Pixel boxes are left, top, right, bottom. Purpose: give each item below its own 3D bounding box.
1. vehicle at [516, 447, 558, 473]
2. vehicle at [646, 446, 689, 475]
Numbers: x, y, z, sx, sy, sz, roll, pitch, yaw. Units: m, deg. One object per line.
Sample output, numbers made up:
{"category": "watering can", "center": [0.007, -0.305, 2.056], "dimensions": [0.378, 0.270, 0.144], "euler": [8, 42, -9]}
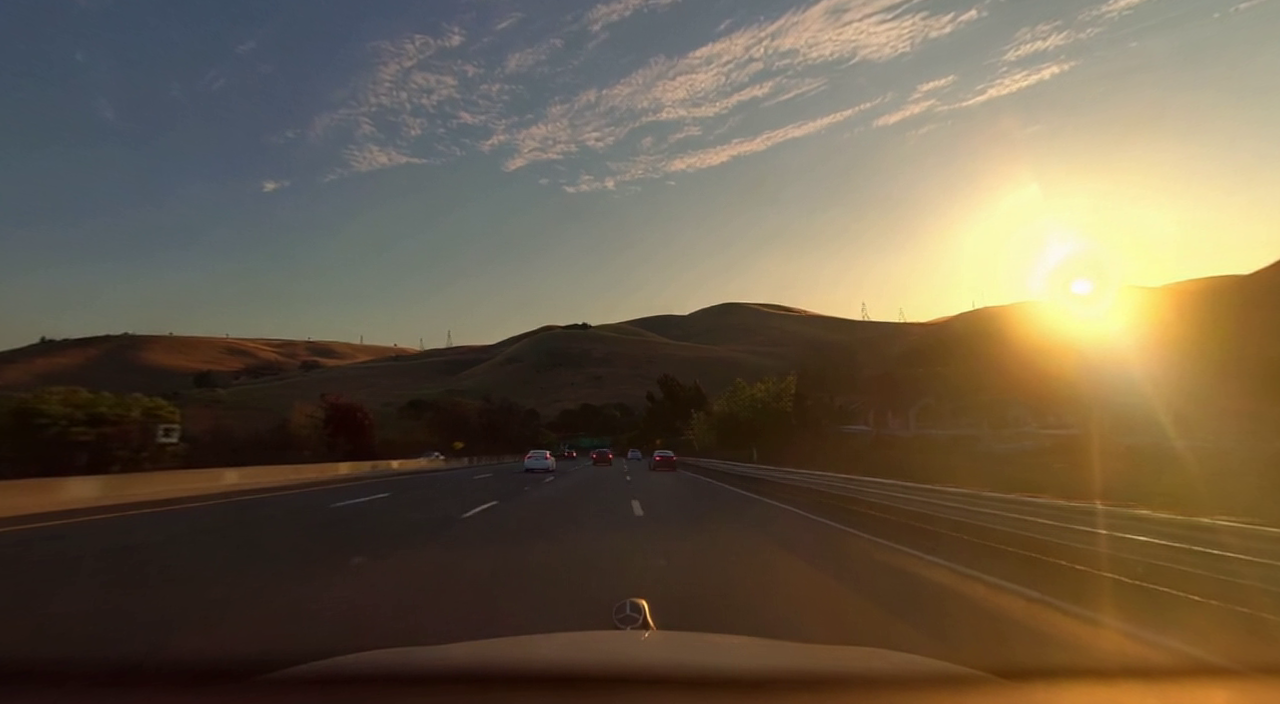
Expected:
{"category": "vehicle", "center": [-6.127, 6.461, 37.972], "dimensions": [1.955, 1.468, 3.637], "euler": [0, -9, -1]}
{"category": "vehicle", "center": [1.466, 6.030, 35.176], "dimensions": [2.019, 1.475, 4.301], "euler": [0, -9, -2]}
